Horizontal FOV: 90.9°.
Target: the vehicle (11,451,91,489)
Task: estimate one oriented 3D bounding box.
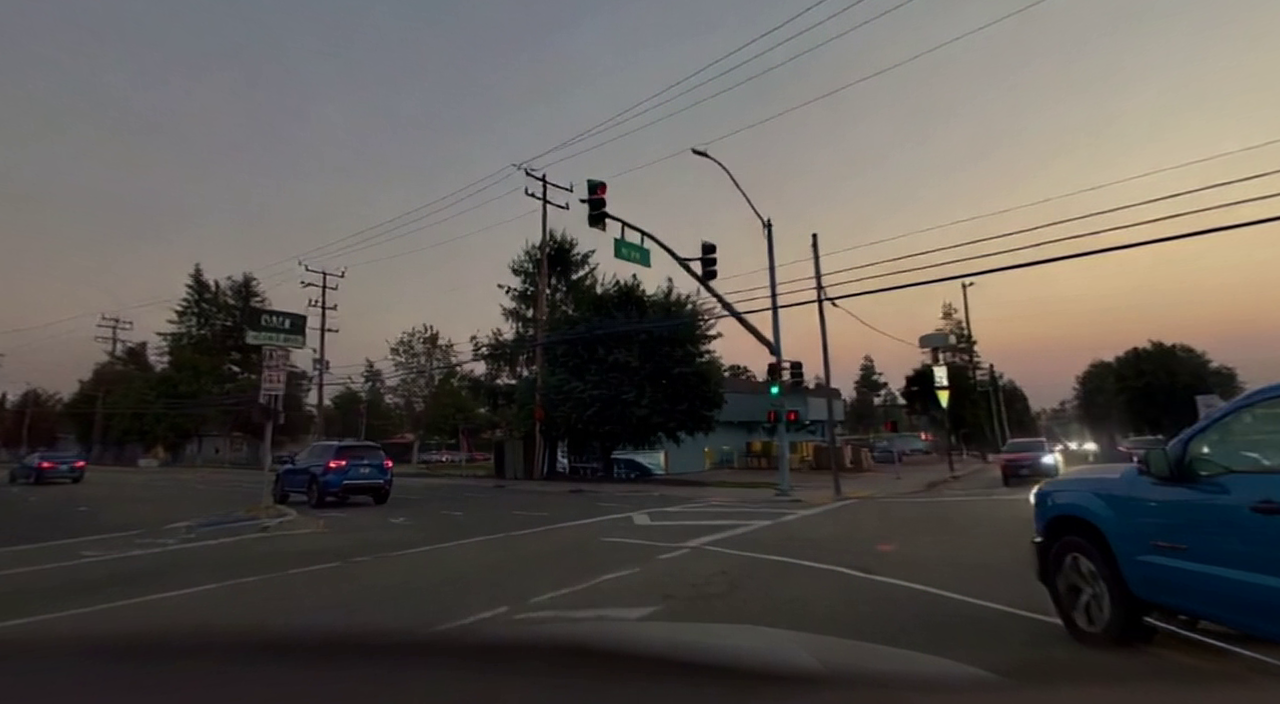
[{"bbox_3d":[-29.759,5.897,31.782,4.498,1.725,1.921,-6,-11,35],"label":"vehicle"}]

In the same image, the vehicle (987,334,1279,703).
[{"bbox_3d":[4.002,0.759,2.427,2.036,1.818,5.192,0,-9,-4],"label":"vehicle"}]

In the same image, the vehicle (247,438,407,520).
[{"bbox_3d":[-8.499,3.272,16.912,4.889,1.842,2.141,-8,-12,43],"label":"vehicle"}]

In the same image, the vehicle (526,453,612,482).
[{"bbox_3d":[-4.054,6.618,36.468,4.661,1.480,1.913,7,-11,-41],"label":"vehicle"}]

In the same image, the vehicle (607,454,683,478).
[{"bbox_3d":[0.324,7.084,39.356,4.495,1.399,1.715,4,-9,-25],"label":"vehicle"}]
